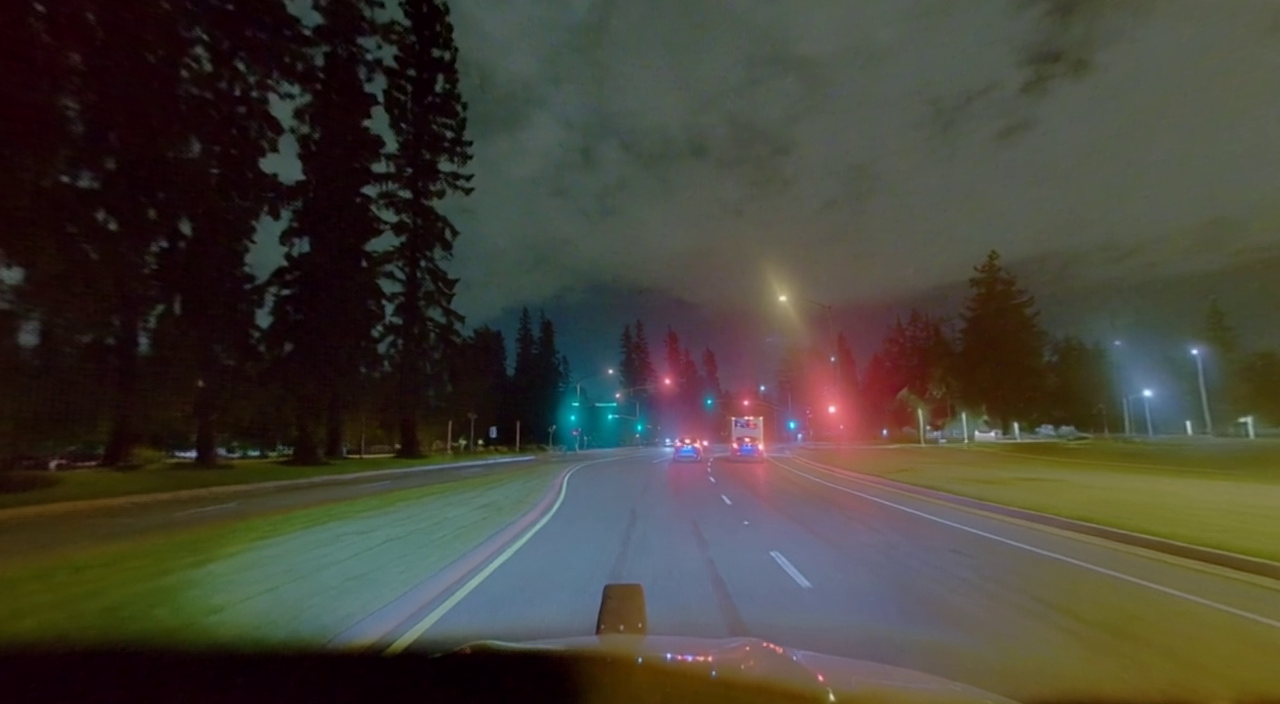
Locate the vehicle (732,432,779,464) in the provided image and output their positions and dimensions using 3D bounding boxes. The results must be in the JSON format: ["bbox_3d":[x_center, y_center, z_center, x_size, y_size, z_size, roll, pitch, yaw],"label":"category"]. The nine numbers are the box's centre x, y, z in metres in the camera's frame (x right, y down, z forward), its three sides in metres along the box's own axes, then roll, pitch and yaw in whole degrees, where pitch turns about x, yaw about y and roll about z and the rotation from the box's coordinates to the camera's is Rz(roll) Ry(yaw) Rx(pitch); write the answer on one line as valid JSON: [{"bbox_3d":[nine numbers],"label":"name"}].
[{"bbox_3d":[5.776,4.893,32.073,1.989,1.497,4.436,-1,-8,6],"label":"vehicle"}]

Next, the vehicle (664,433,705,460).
[{"bbox_3d":[2.673,5.557,36.997,2.066,1.482,4.273,-1,-8,8],"label":"vehicle"}]
